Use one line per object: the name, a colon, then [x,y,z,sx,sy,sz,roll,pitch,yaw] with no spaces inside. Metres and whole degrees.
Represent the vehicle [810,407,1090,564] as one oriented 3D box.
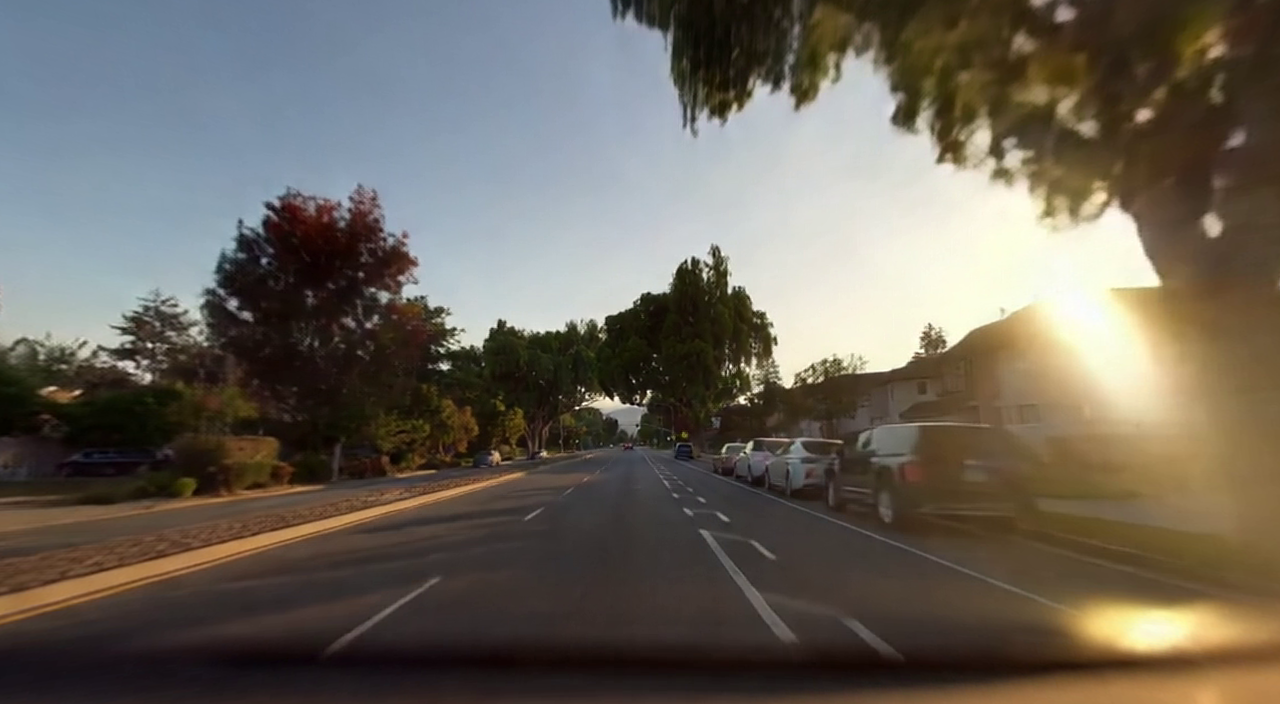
vehicle: [4.470,1.991,10.381,2.074,1.838,5.402,1,-8,3]
